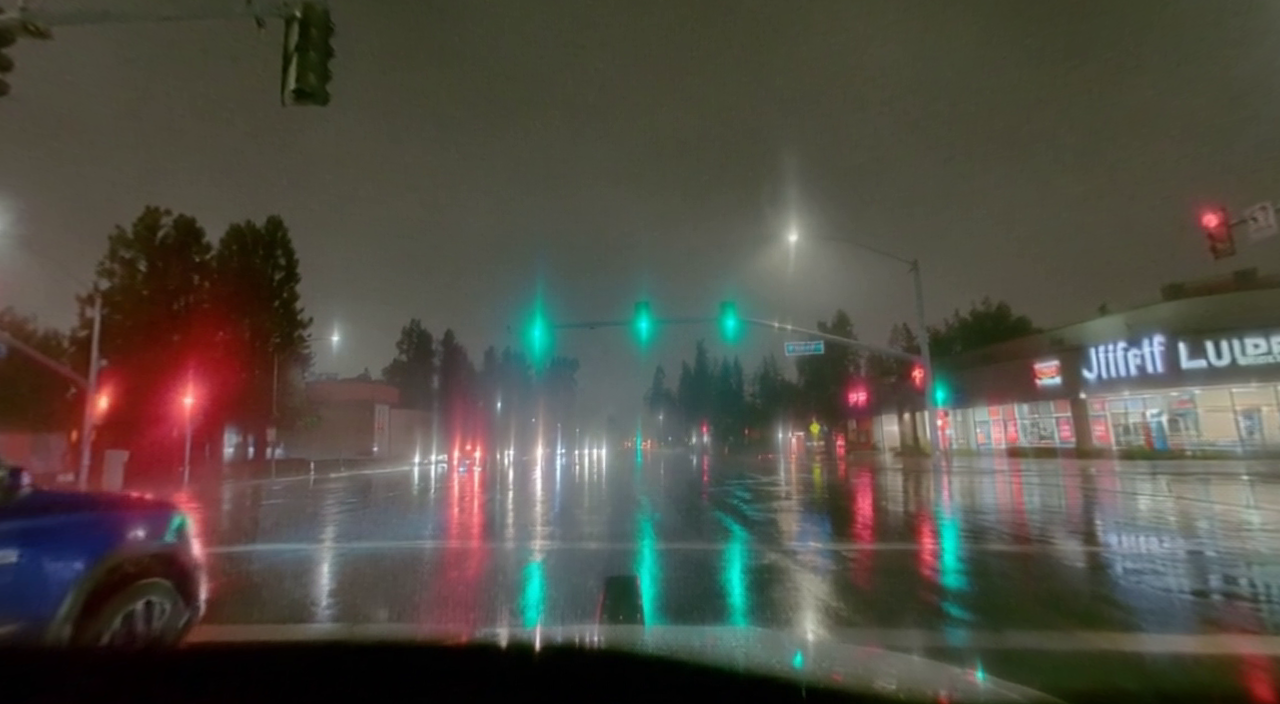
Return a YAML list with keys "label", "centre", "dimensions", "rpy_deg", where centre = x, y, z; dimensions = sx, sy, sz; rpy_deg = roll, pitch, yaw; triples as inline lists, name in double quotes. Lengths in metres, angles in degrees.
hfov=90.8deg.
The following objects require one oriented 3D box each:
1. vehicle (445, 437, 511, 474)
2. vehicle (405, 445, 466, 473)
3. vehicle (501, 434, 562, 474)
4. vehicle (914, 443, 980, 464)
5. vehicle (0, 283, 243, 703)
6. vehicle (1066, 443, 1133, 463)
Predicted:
- label: "vehicle"
  centre: [-8.413, 5.395, 33.254]
  dimensions: [2.273, 1.791, 4.809]
  rpy_deg: [0, -8, -1]
- label: "vehicle"
  centre: [-11.319, 5.925, 35.232]
  dimensions: [2.003, 1.476, 4.082]
  rpy_deg: [0, -8, 1]
- label: "vehicle"
  centre: [-5.233, 5.025, 31.245]
  dimensions: [2.384, 1.787, 5.038]
  rpy_deg: [0, -8, -3]
- label: "vehicle"
  centre: [23.907, 7.909, 49.298]
  dimensions: [4.135, 1.417, 1.851]
  rpy_deg: [-2, -9, 2]
- label: "vehicle"
  centre: [-3.348, 0.530, 0.955]
  dimensions: [2.313, 1.883, 5.016]
  rpy_deg: [0, -9, -2]
- label: "vehicle"
  centre: [34.551, 7.600, 47.585]
  dimensions: [3.740, 1.433, 1.646]
  rpy_deg: [0, -8, -1]
